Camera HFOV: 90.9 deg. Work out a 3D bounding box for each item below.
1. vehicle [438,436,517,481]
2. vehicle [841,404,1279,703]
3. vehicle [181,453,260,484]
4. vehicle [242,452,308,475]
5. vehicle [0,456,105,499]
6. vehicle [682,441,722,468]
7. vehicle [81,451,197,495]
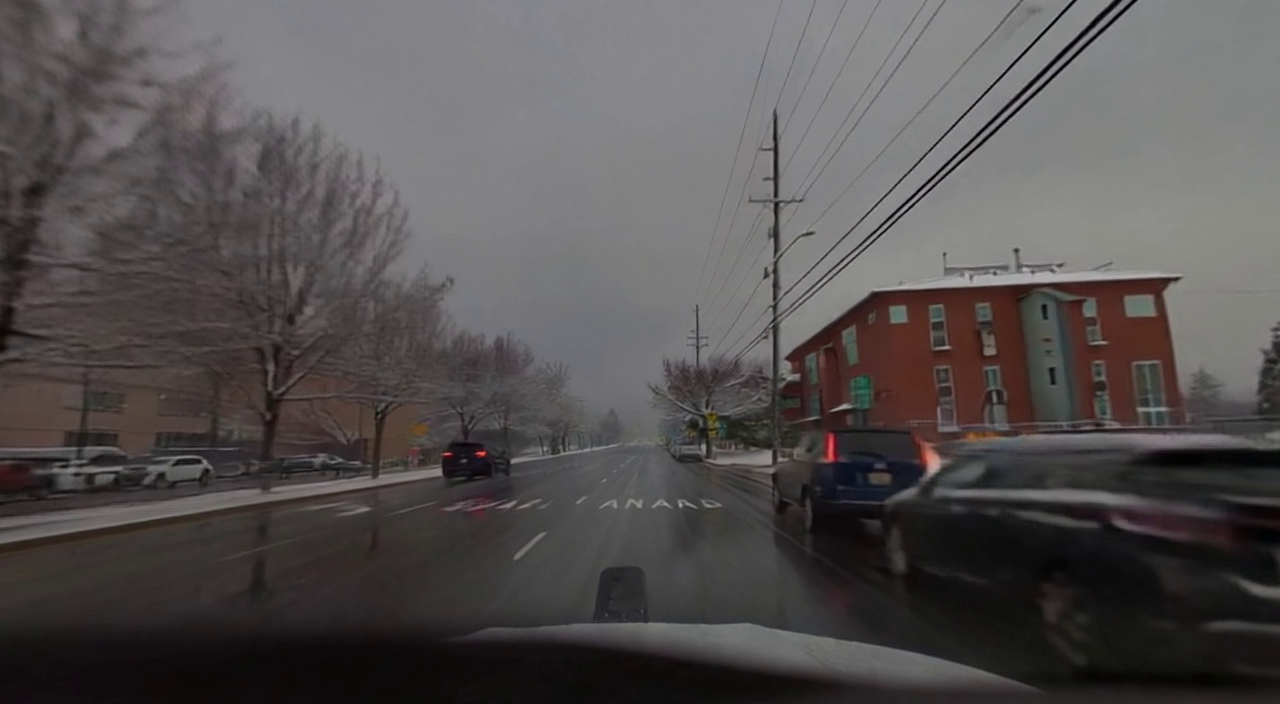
[{"bbox_3d":[-6.592,4.351,26.111,2.000,1.671,4.497,0,-8,1],"label":"vehicle"},{"bbox_3d":[3.323,1.267,4.618,2.259,1.500,4.474,0,-8,1],"label":"vehicle"},{"bbox_3d":[-25.649,7.107,38.741,1.857,1.472,4.422,-4,-7,1],"label":"vehicle"},{"bbox_3d":[-25.618,7.831,44.466,1.935,1.487,4.600,-1,-10,0],"label":"vehicle"},{"bbox_3d":[-25.834,5.309,27.016,1.926,1.557,4.385,0,-8,-1],"label":"vehicle"},{"bbox_3d":[3.854,6.442,39.980,2.048,1.556,4.753,0,-8,0],"label":"vehicle"},{"bbox_3d":[-25.668,6.174,32.547,2.132,1.492,4.734,-4,-4,1],"label":"vehicle"}]
